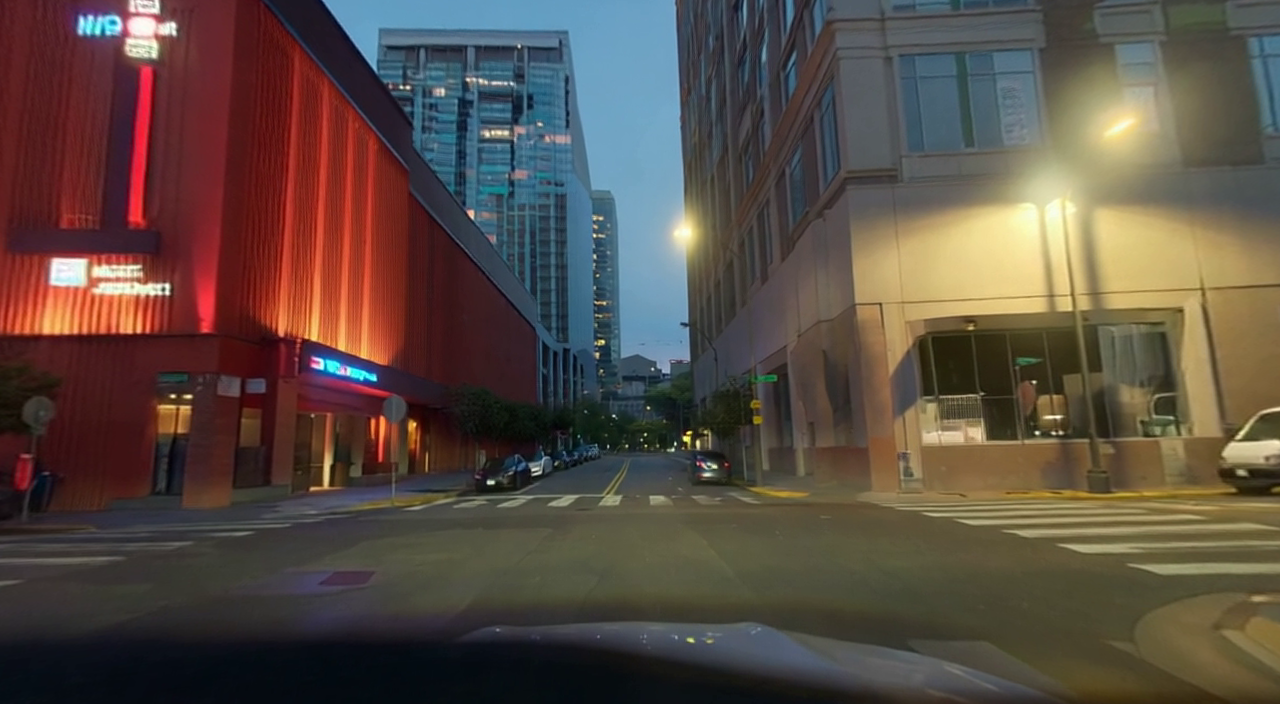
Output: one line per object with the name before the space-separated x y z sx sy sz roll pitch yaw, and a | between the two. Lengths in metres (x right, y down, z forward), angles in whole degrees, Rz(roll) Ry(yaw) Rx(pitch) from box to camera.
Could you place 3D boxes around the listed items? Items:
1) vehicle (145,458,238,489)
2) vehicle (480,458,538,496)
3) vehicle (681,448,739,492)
vehicle | -23.776 6.449 33.605 3.618 1.412 1.587 -2 -10 -7
vehicle | -5.720 5.505 28.072 1.864 1.447 3.887 0 -9 -2
vehicle | 2.858 4.938 26.873 1.917 1.680 4.500 0 -9 0
